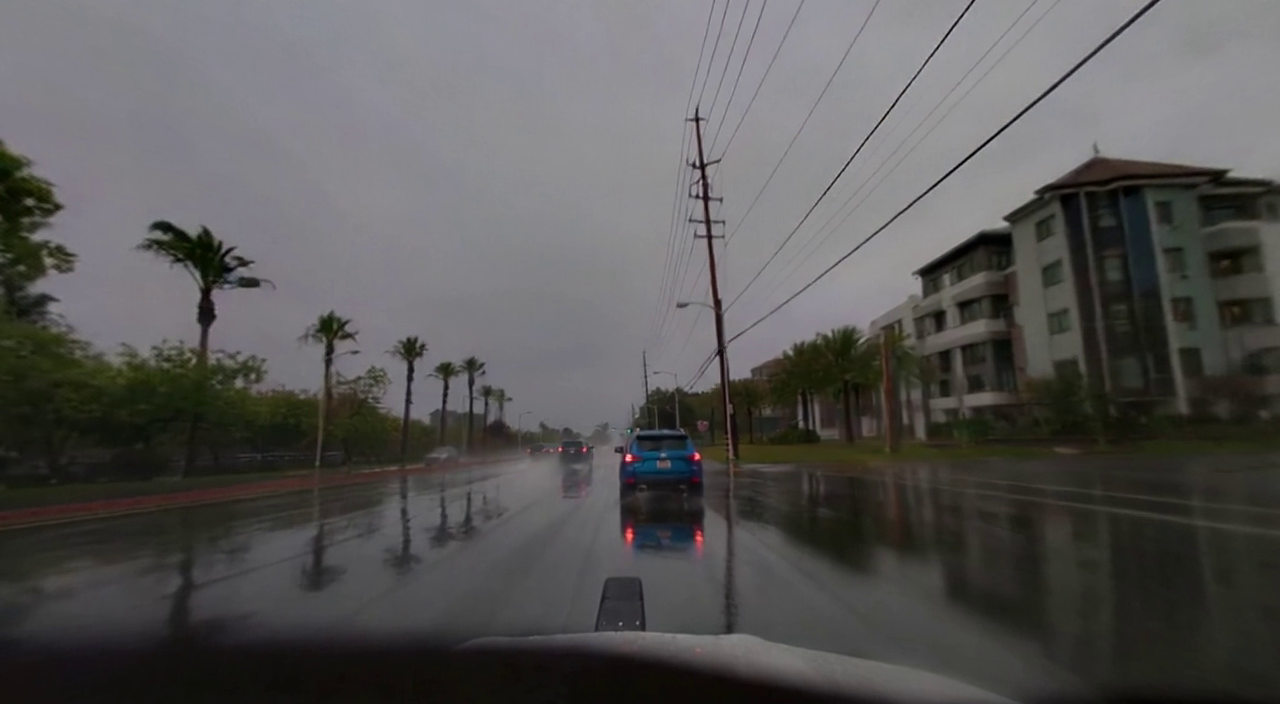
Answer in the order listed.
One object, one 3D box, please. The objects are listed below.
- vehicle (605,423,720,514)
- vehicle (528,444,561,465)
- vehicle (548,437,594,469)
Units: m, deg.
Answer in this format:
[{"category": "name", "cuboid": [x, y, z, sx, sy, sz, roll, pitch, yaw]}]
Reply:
[{"category": "vehicle", "cuboid": [0.355, 2.539, 14.154, 2.198, 1.706, 4.166, 0, -9, -2]}, {"category": "vehicle", "cuboid": [-7.208, 7.760, 47.890, 1.910, 1.484, 3.980, 0, -9, 0]}, {"category": "vehicle", "cuboid": [-4.049, 6.029, 37.768, 2.169, 1.796, 4.821, 0, -9, 0]}]
